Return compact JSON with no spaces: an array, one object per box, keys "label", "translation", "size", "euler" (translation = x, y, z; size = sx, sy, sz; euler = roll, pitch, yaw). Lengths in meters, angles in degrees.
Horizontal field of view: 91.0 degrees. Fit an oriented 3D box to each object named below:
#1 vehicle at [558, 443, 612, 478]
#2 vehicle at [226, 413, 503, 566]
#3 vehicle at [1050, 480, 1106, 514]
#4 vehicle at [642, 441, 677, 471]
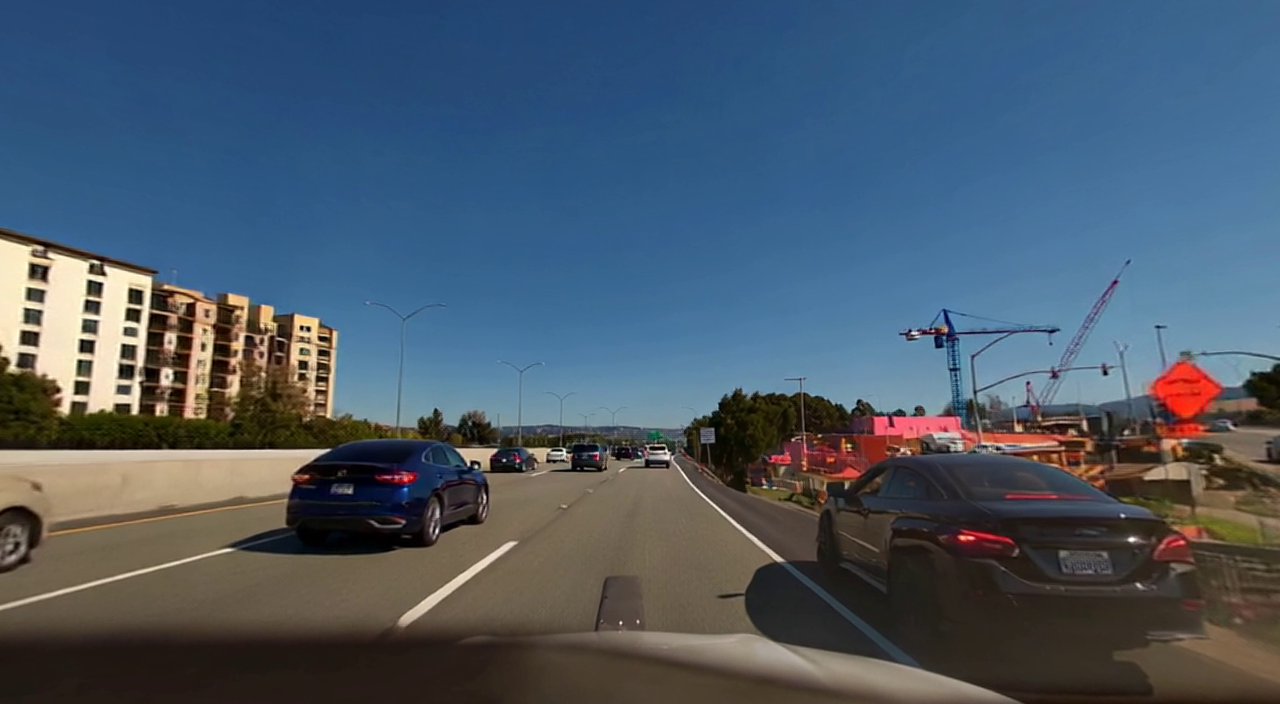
[{"label":"vehicle","translation":[-2.724,5.526,32.352],"size":[2.109,1.657,4.554],"euler":[0,-8,4]},{"label":"vehicle","translation":[-3.639,1.899,9.459],"size":[2.045,1.710,4.382],"euler":[0,-8,2]},{"label":"vehicle","translation":[25.166,8.306,36.308],"size":[1.873,1.547,4.240],"euler":[-4,-9,25]},{"label":"vehicle","translation":[1.222,6.557,39.761],"size":[2.116,1.763,4.352],"euler":[0,-9,1]}]
